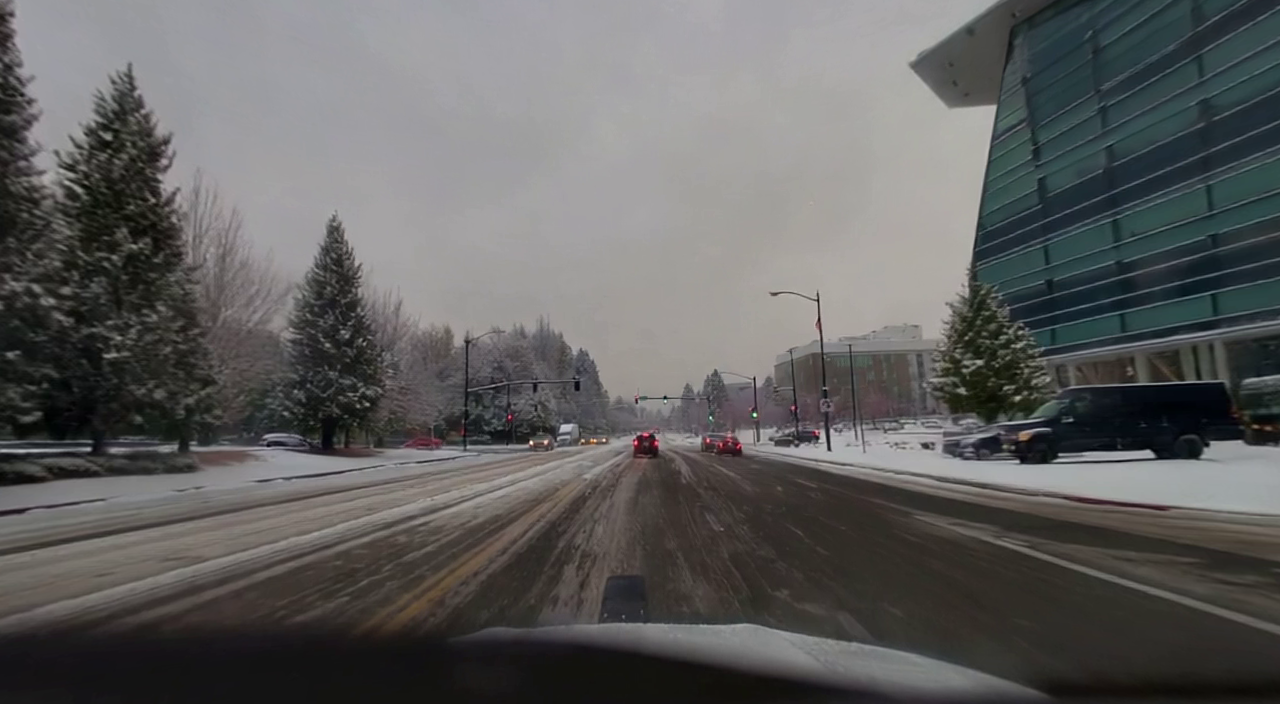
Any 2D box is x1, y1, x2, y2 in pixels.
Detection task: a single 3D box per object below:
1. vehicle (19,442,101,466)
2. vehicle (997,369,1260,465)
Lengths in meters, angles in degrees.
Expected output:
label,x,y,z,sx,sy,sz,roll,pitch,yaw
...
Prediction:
label,x,y,z,sx,sy,sz,roll,pitch,yaw
vehicle,-38.956,6.832,42.216,3.756,1.484,1.747,-1,-8,-1
vehicle,18.942,2.583,24.764,7.796,3.467,2.793,-1,-8,0
